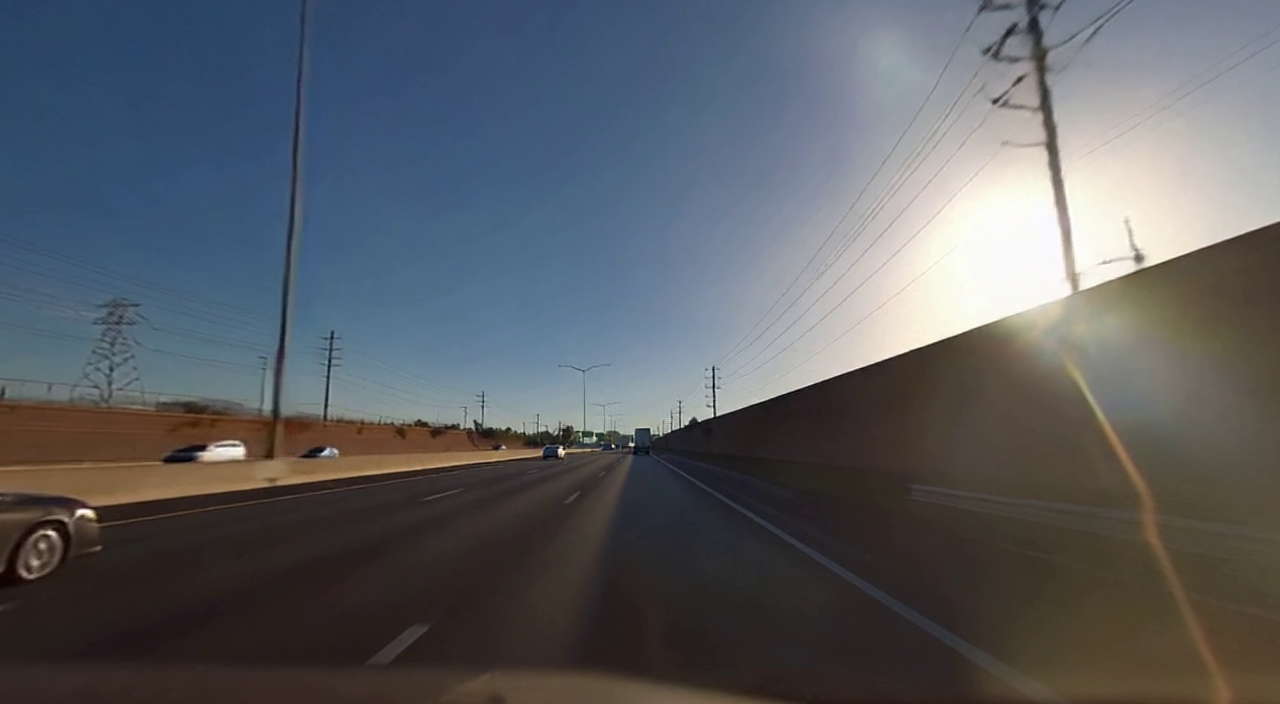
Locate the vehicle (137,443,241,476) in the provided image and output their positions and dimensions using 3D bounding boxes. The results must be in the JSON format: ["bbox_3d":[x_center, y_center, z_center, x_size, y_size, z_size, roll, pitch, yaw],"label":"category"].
[{"bbox_3d":[-22.651,5.386,31.929,1.927,1.553,4.552,0,-8,0],"label":"vehicle"}]

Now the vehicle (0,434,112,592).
[{"bbox_3d":[-7.076,1.350,4.787,1.971,1.490,4.790,0,-8,0],"label":"vehicle"}]
